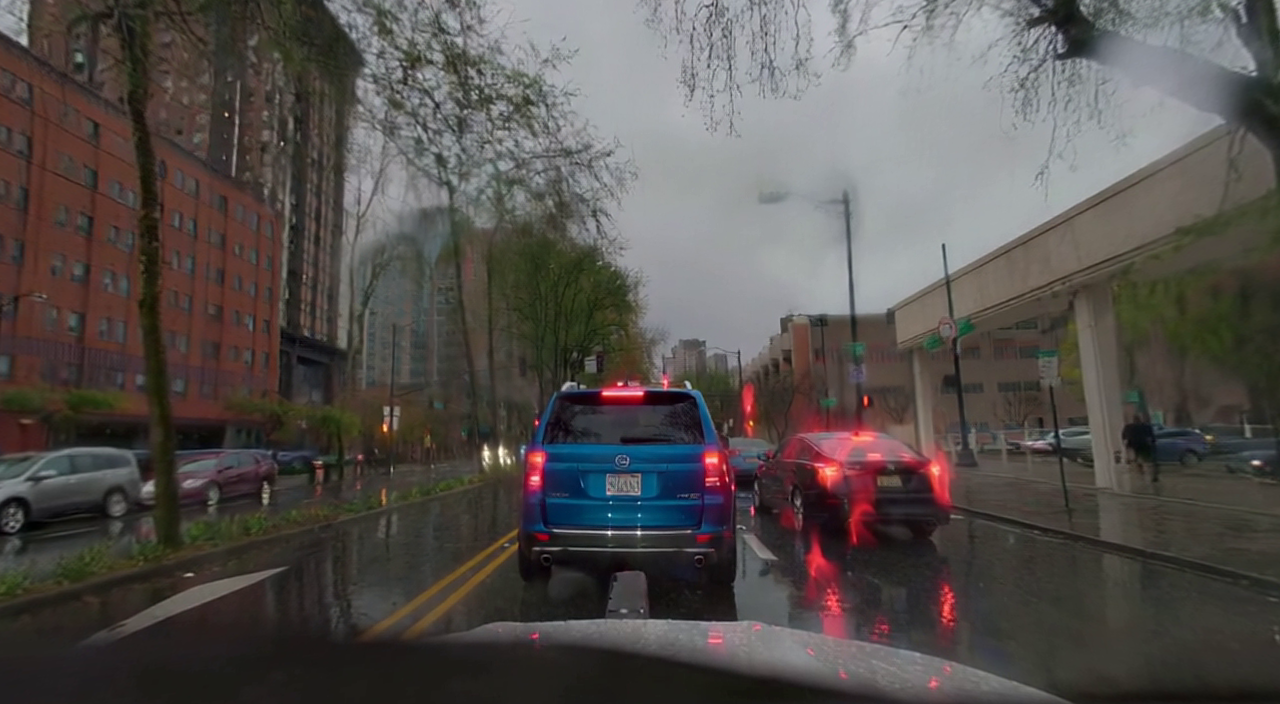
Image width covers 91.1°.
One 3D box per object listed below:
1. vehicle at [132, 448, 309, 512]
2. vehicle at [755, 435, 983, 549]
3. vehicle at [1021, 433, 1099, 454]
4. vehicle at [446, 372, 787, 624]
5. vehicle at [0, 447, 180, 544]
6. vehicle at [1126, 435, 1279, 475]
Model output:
[{"bbox_3d":[-12.456,3.785,19.138,2.207,1.648,4.675,0,-8,-1],"label":"vehicle"},{"bbox_3d":[3.294,2.085,10.086,2.056,1.422,4.130,0,-8,-1],"label":"vehicle"},{"bbox_3d":[32.499,7.085,48.601,5.224,1.515,2.164,3,-9,-18],"label":"vehicle"},{"bbox_3d":[-0.161,1.365,6.771,2.453,1.816,4.300,0,-8,0],"label":"vehicle"},{"bbox_3d":[-12.531,2.916,13.470,1.891,1.723,4.360,0,-8,1],"label":"vehicle"},{"bbox_3d":[22.160,4.052,24.965,4.055,1.469,1.848,-4,-9,26],"label":"vehicle"}]
